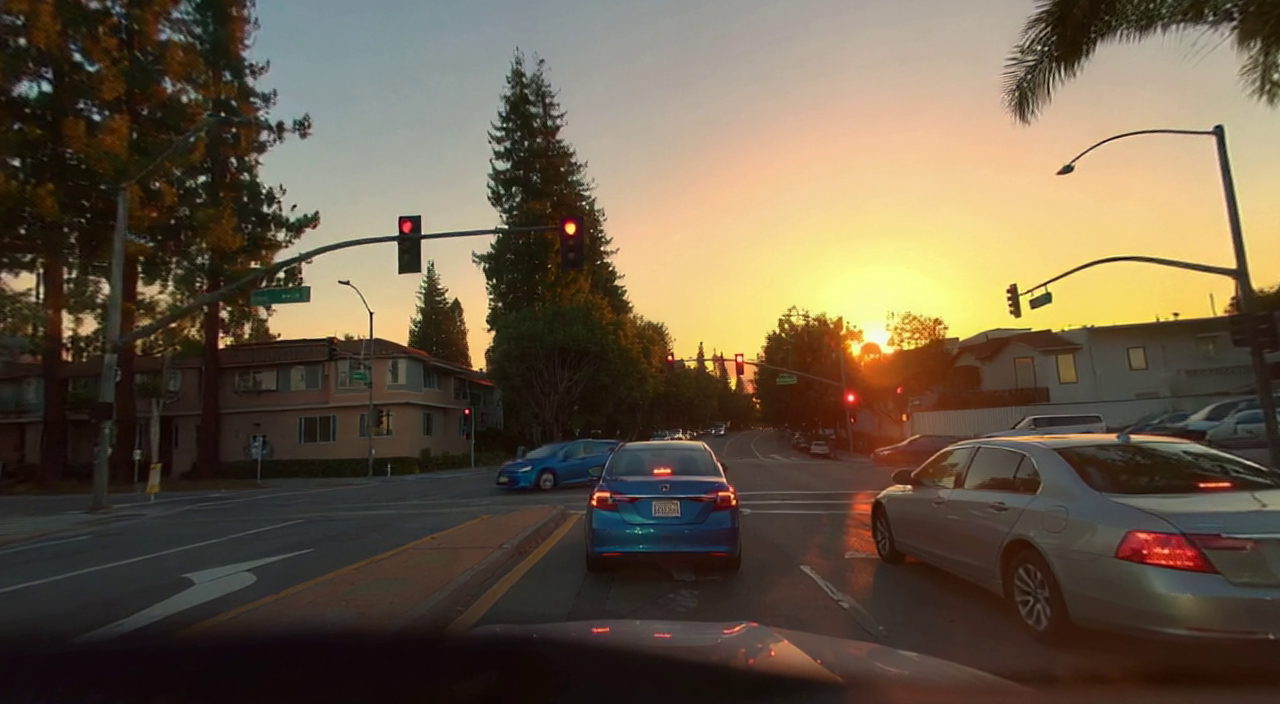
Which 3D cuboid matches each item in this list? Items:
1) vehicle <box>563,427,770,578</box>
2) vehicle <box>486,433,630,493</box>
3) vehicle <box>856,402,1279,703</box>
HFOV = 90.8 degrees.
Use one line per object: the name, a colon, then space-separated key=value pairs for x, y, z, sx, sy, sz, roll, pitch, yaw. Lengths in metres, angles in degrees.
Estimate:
vehicle: x=0.303 y=1.816 z=8.335 sx=2.090 sy=1.505 sz=3.756 roll=-1 pitch=-9 yaw=1
vehicle: x=-2.567 y=3.593 z=20.846 sx=1.996 sy=1.705 sz=4.577 roll=-7 pitch=-11 yaw=39
vehicle: x=3.659 y=1.338 z=5.444 sx=1.888 sy=1.486 sz=4.681 roll=0 pitch=-9 yaw=-1
